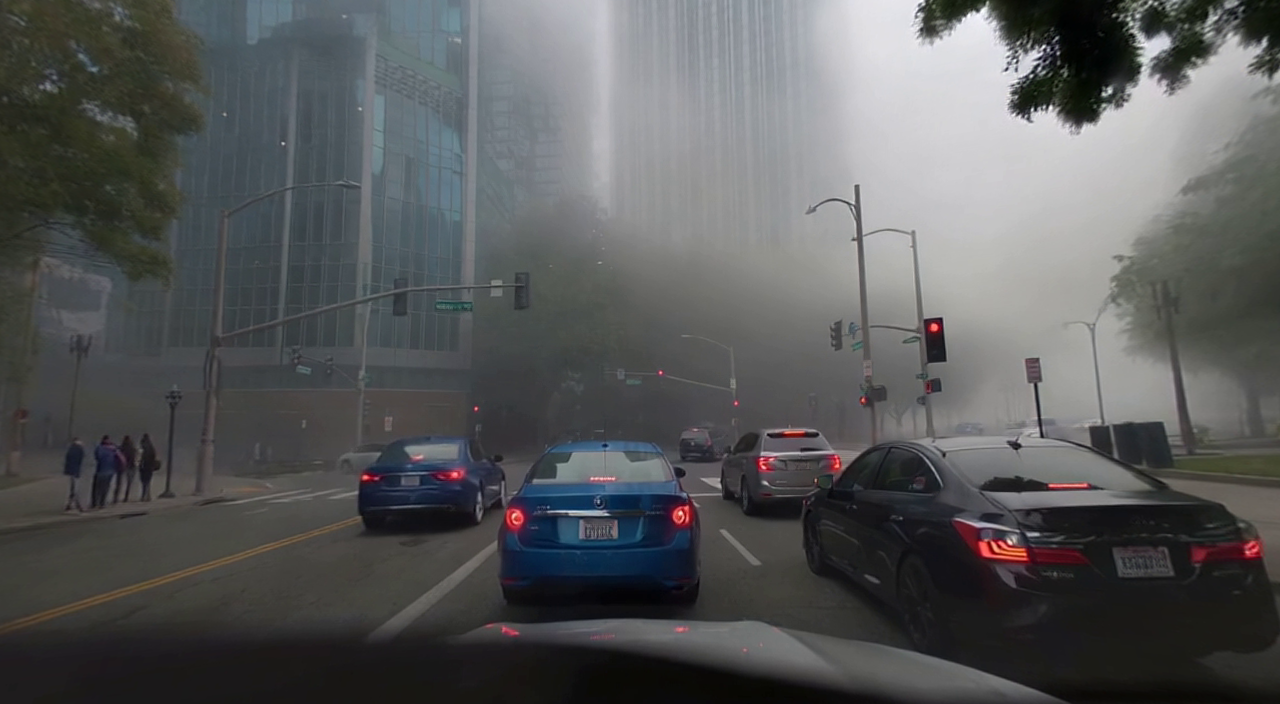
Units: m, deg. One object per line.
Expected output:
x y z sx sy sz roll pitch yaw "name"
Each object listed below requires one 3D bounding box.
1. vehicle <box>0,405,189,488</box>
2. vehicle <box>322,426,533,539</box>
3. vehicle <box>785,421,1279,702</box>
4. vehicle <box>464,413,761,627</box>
-26.499 4.344 29.054 8.989 3.623 2.884 0 -8 2 "vehicle"
-3.254 2.082 10.701 2.068 1.513 4.221 0 -8 1 "vehicle"
2.754 1.411 5.459 1.952 1.464 4.165 0 -8 -1 "vehicle"
-0.262 1.477 6.504 2.072 1.476 4.078 0 -8 -2 "vehicle"
